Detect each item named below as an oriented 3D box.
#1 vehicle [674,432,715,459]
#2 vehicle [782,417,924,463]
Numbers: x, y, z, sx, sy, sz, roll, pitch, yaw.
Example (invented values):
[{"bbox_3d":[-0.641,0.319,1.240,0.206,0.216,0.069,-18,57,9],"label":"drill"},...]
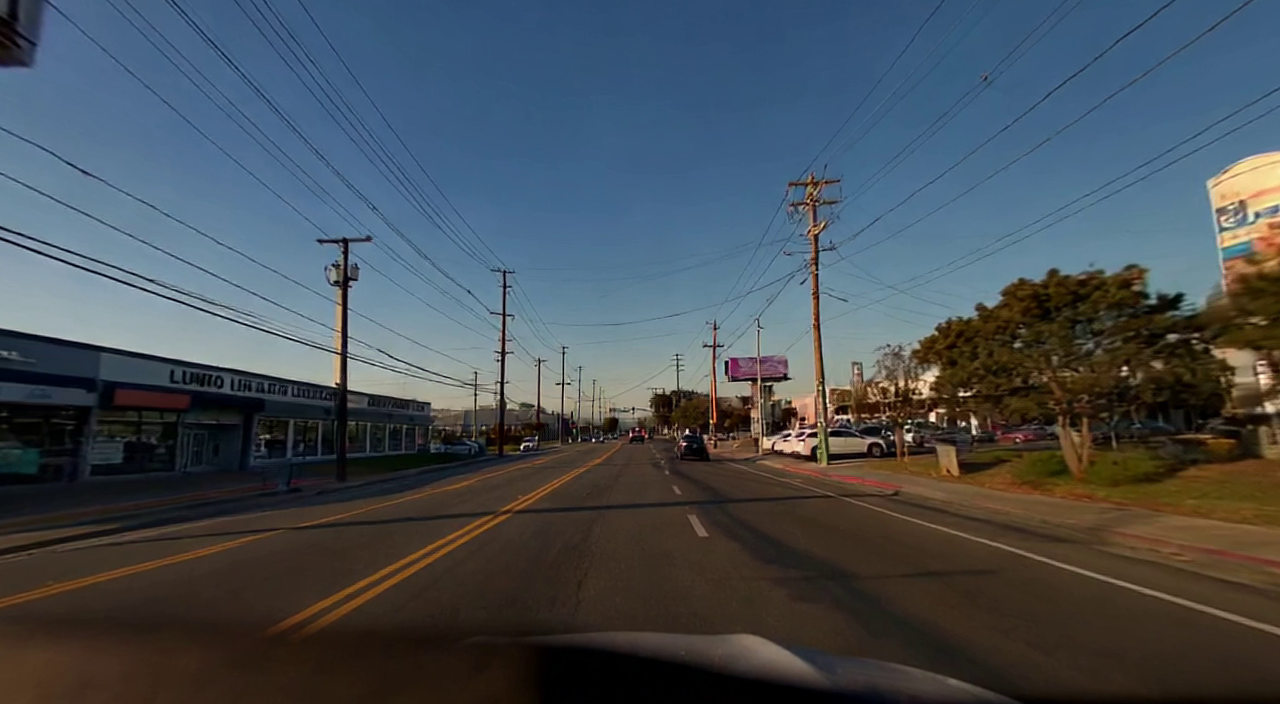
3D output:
[{"bbox_3d":[3.171,5.534,37.391,1.926,1.482,4.442,0,-8,-1],"label":"vehicle"},{"bbox_3d":[9.873,4.134,29.711,5.771,2.013,2.414,-1,-8,-1],"label":"vehicle"}]
